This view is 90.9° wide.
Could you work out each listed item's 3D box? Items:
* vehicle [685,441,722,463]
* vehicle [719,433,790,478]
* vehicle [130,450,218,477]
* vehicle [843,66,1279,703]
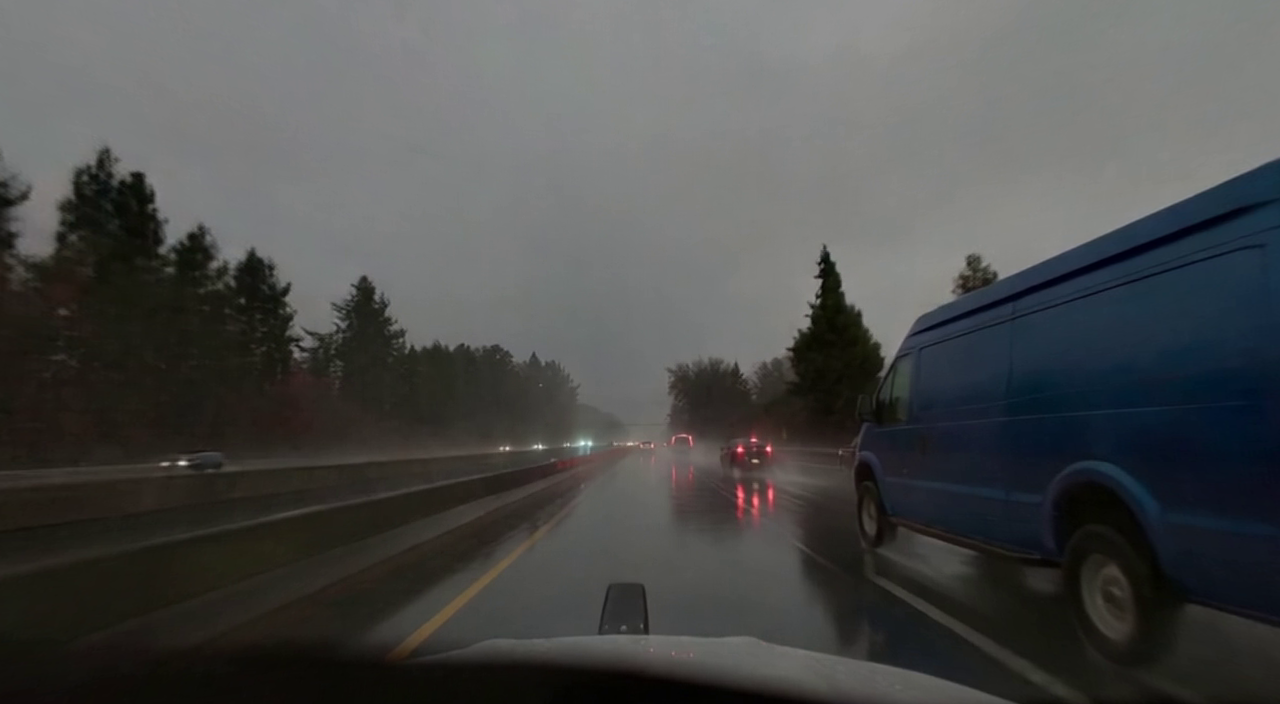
[{"bbox_3d":[4.406,6.977,44.318,2.050,1.448,4.123,0,-8,-1],"label":"vehicle"},{"bbox_3d":[4.508,4.140,25.528,2.034,1.651,4.342,0,-8,0],"label":"vehicle"},{"bbox_3d":[-27.654,6.604,37.639,1.949,1.459,4.287,0,-8,0],"label":"vehicle"},{"bbox_3d":[3.634,0.598,4.745,2.302,2.670,5.912,0,-8,1],"label":"vehicle"}]
